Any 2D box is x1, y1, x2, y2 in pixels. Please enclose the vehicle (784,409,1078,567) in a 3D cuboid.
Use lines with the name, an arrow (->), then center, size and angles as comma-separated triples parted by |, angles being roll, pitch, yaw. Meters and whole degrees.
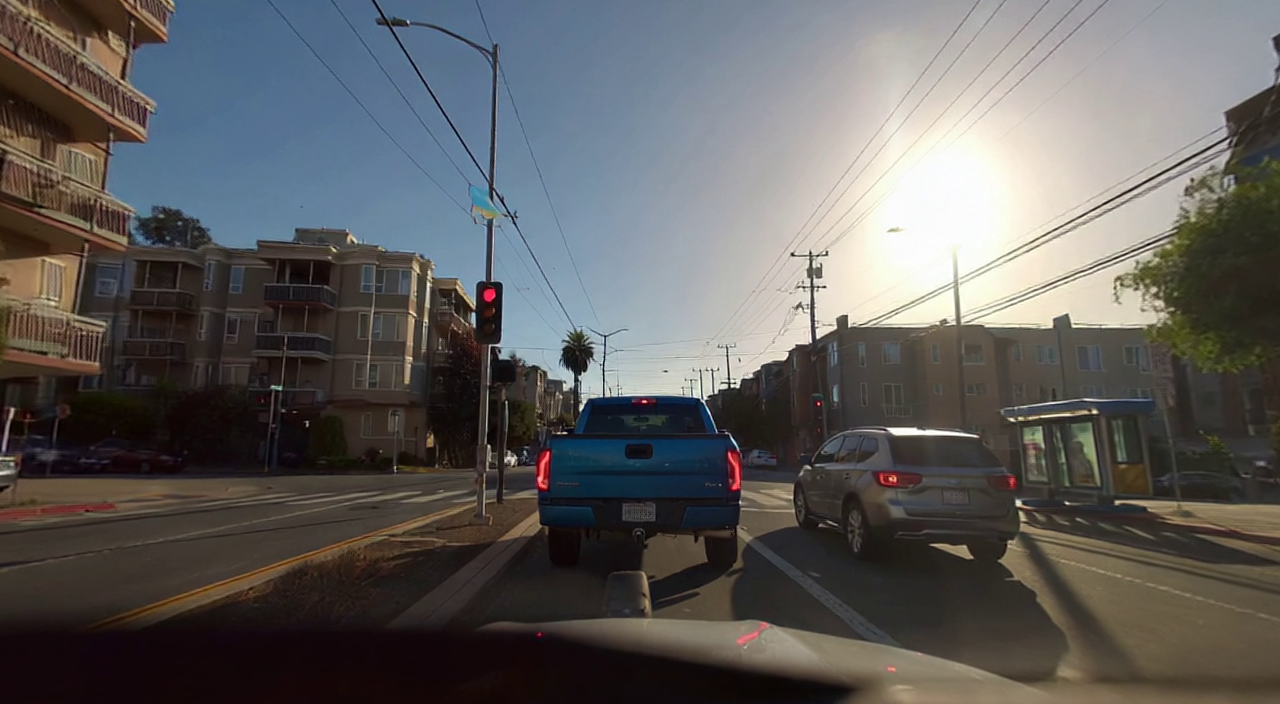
vehicle -> 3.836, 1.888, 9.557 | 2.131, 1.759, 4.762 | 0, -8, -1

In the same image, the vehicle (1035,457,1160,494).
vehicle -> 21.830, 5.892, 30.180 | 4.498, 1.618, 1.843 | 0, -9, 0

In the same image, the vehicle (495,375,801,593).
vehicle -> 0.101, 1.560, 8.284 | 2.738, 1.959, 5.070 | 0, -8, 1

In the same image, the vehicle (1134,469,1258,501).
vehicle -> 26.375, 6.290, 29.986 | 4.071, 1.388, 1.884 | 0, -8, 1

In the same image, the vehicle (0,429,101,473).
vehicle -> -26.152, 4.155, 26.486 | 5.043, 1.766, 1.980 | 0, -9, -1

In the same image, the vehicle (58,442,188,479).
vehicle -> -24.818, 5.198, 30.380 | 4.563, 1.692, 1.778 | 0, -8, -2
